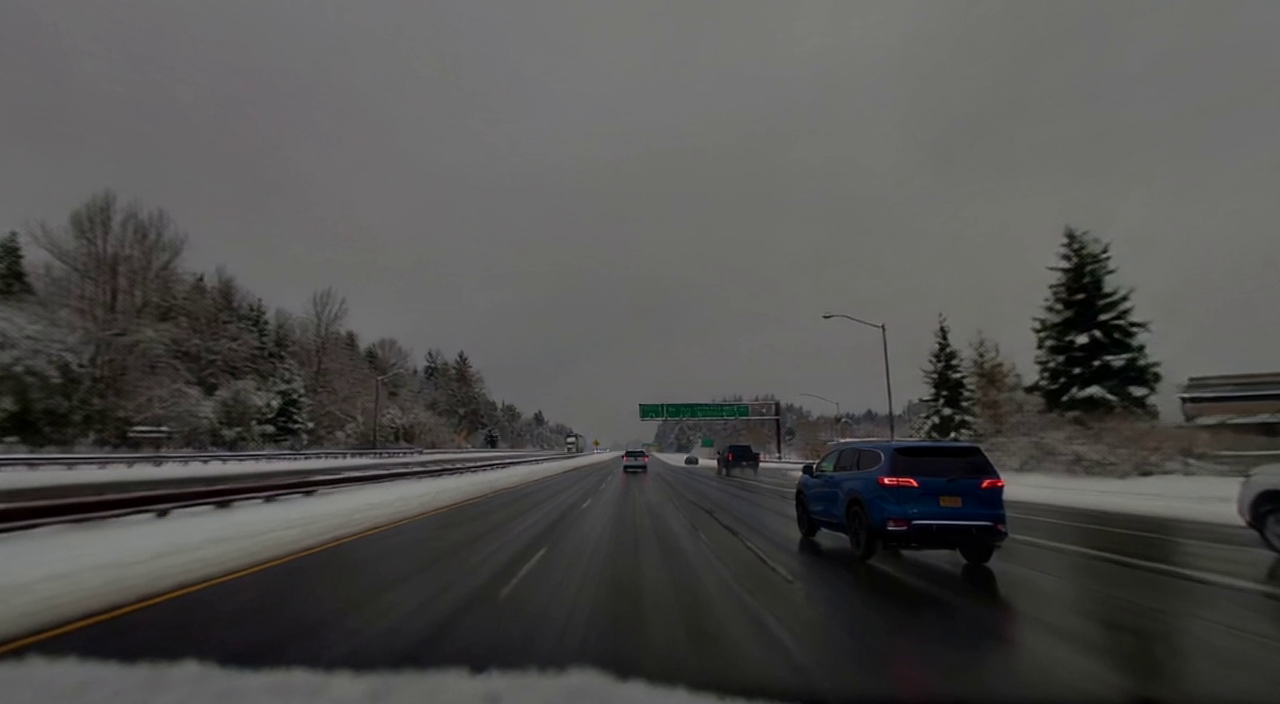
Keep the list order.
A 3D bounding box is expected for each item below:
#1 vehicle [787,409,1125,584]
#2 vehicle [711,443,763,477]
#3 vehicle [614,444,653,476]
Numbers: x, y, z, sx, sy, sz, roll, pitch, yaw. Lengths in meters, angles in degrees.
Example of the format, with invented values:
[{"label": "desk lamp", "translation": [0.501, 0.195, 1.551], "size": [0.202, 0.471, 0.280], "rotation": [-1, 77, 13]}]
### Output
[{"label": "vehicle", "translation": [3.556, 1.716, 8.293], "size": [2.097, 1.659, 4.320], "rotation": [0, -9, -1]}, {"label": "vehicle", "translation": [6.924, 7.805, 46.026], "size": [2.526, 2.230, 6.190], "rotation": [0, -9, -3]}, {"label": "vehicle", "translation": [-0.424, 6.476, 38.072], "size": [2.181, 1.768, 4.383], "rotation": [0, -9, -2]}]
